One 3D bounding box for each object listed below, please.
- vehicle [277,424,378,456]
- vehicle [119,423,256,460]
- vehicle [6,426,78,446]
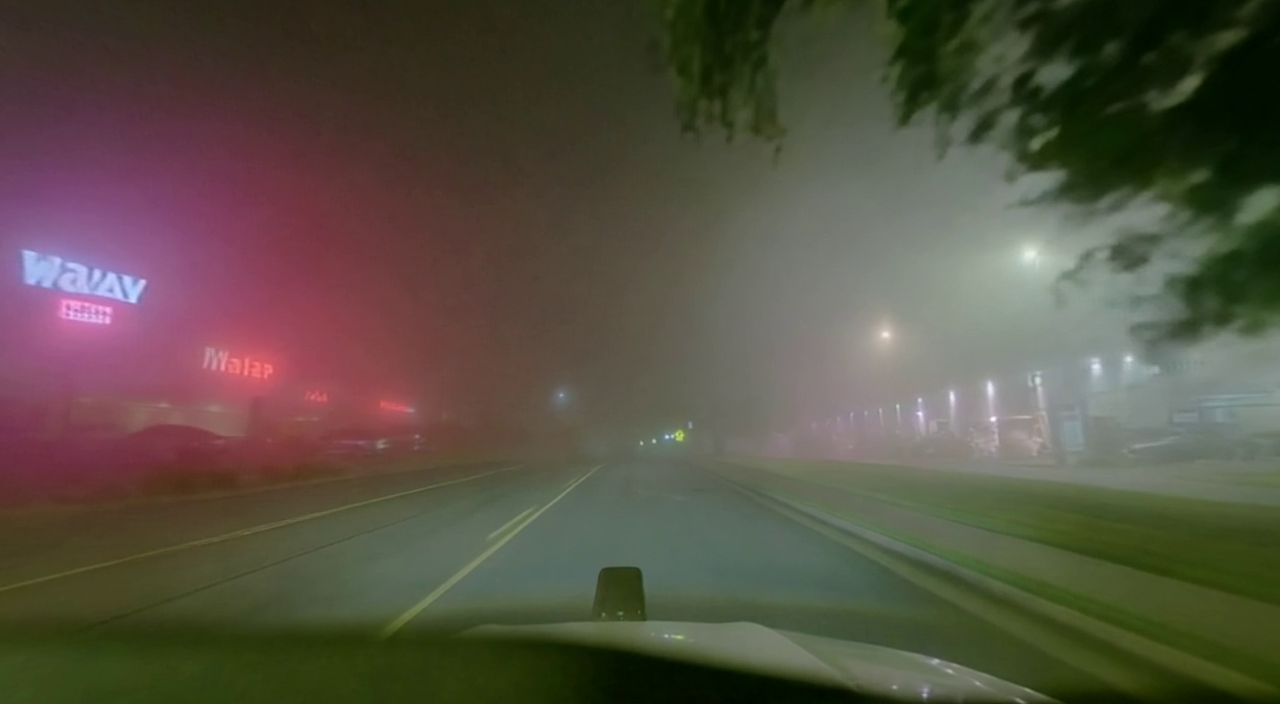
[{"bbox_3d":[-19.439,5.501,39.459,5.109,1.891,2.206,0,-8,-1],"label":"vehicle"},{"bbox_3d":[-18.507,3.691,25.957,4.238,1.459,1.753,0,-9,1],"label":"vehicle"},{"bbox_3d":[-44.697,6.284,47.314,1.724,1.442,4.416,2,-8,-11],"label":"vehicle"}]
